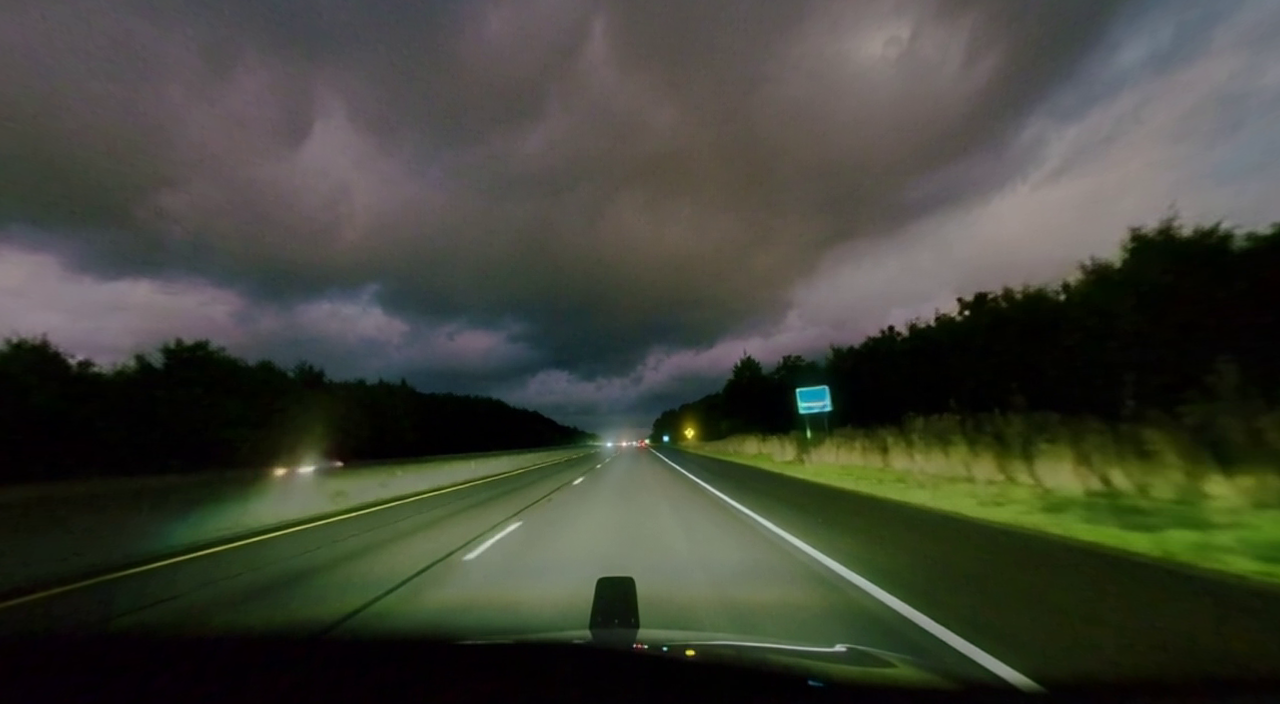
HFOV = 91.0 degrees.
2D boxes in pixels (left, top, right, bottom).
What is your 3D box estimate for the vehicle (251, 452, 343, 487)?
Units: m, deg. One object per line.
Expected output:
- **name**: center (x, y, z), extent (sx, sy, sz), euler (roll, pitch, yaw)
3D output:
- **vehicle**: center (-16.686, 5.701, 30.909), extent (1.982, 1.498, 4.619), euler (0, -8, -1)
